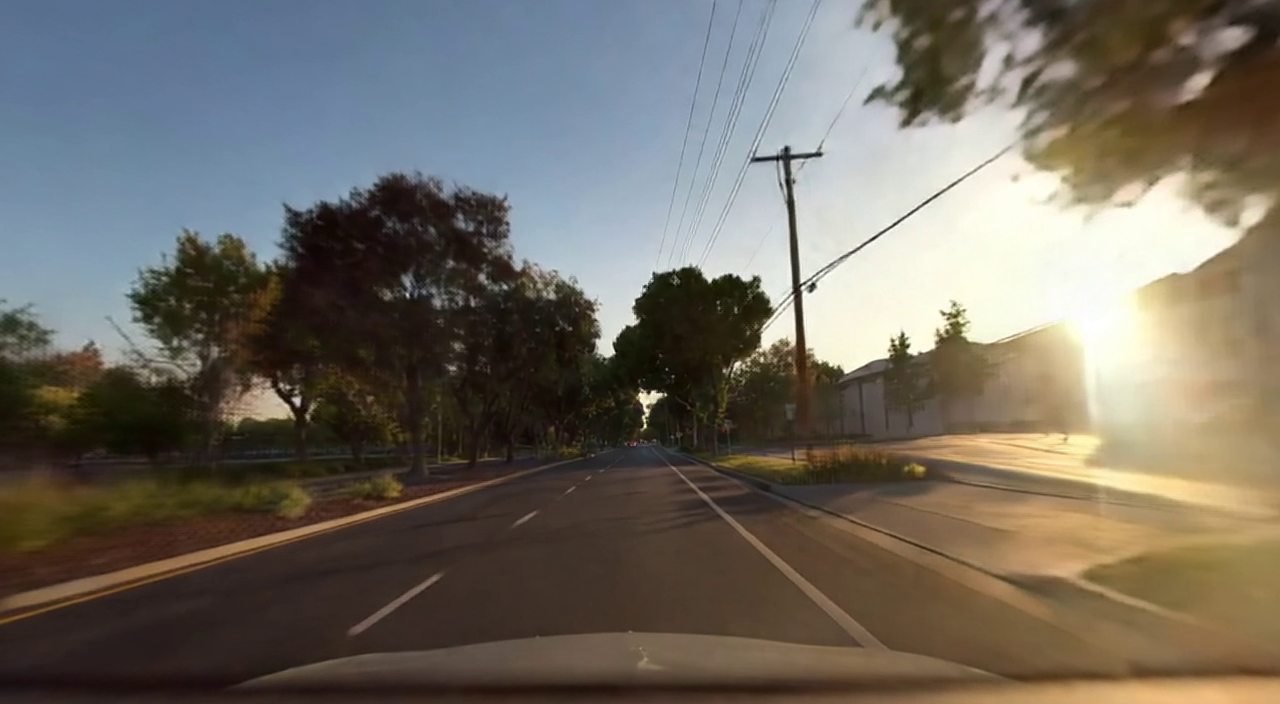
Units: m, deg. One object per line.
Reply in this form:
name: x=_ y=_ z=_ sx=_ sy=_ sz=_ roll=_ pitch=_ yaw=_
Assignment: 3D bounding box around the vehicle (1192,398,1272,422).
vehicle: x=40.352 y=4.003 z=43.089 sx=1.789 sy=1.499 sz=3.777 roll=-1 pitch=-8 yaw=1
